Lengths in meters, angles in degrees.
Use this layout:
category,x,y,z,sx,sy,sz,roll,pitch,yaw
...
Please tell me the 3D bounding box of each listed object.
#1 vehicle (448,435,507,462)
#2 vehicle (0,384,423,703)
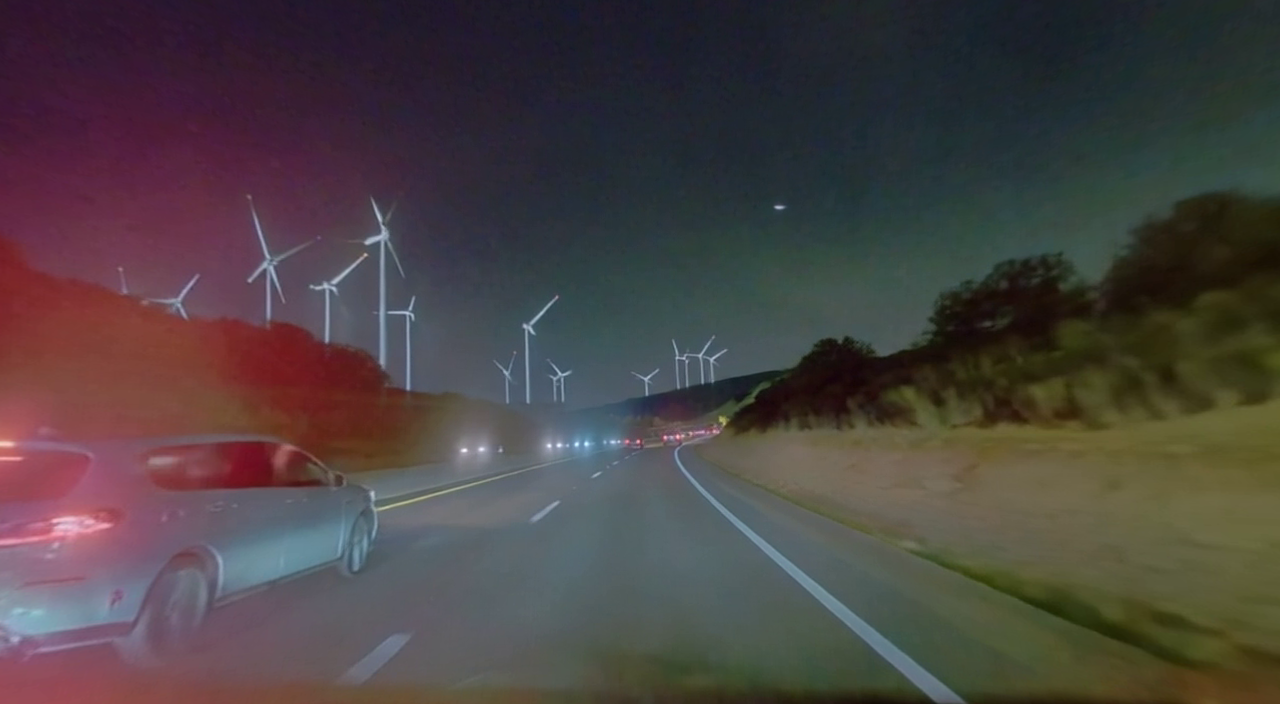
category,x,y,z,sx,sy,sz,roll,pitch,yaw
vehicle,-9.475,5.639,37.164,2.076,1.488,4.528,0,-8,3
vehicle,-2.815,0.998,3.139,1.918,1.443,4.422,0,-8,0
